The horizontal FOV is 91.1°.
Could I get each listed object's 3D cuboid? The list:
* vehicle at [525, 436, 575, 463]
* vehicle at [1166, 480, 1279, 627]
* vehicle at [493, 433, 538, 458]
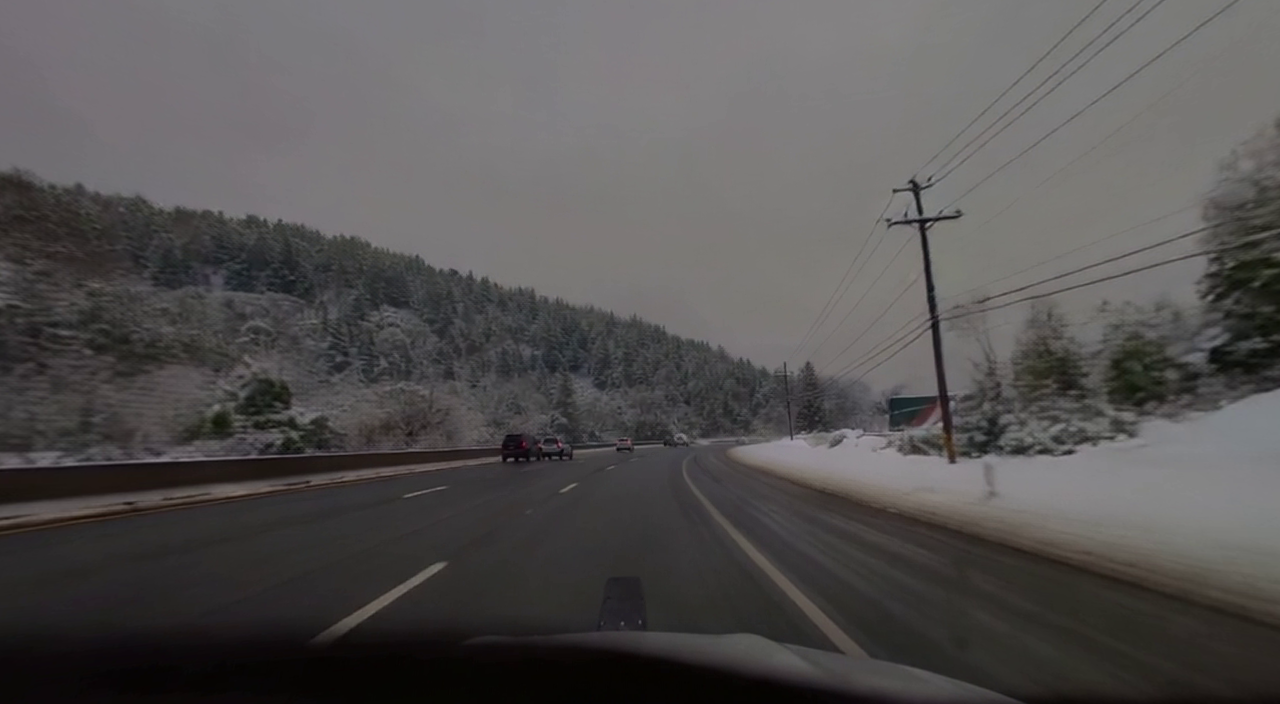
[{"bbox_3d":[-5.361,5.883,37.896,2.010,1.489,4.456,0,-9,5],"label":"vehicle"},{"bbox_3d":[10.308,2.787,8.009,2.325,1.972,5.577,1,-9,0],"label":"vehicle"},{"bbox_3d":[-9.097,6.924,46.300,2.063,1.743,4.392,0,-9,5],"label":"vehicle"}]
